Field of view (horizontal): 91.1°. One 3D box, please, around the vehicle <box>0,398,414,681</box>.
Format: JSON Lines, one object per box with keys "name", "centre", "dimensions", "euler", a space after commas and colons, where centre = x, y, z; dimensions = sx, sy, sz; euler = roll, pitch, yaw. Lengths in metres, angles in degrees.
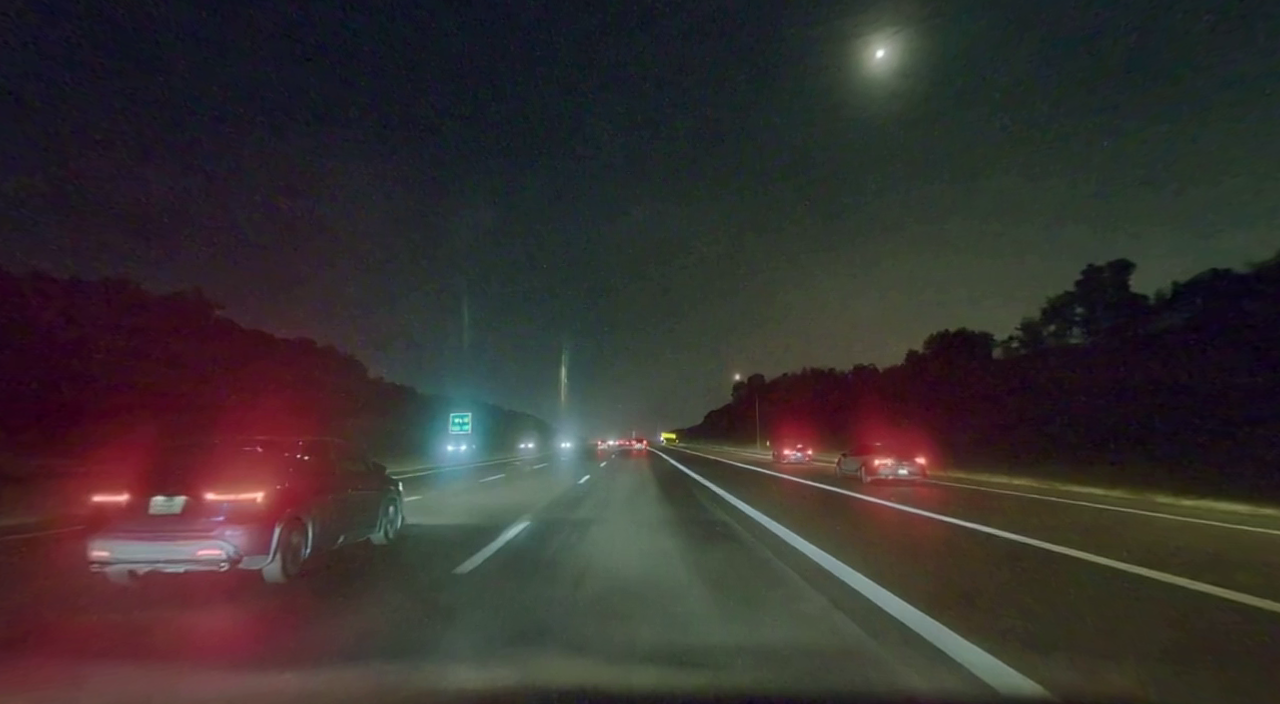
{"name": "vehicle", "centre": [-3.889, 1.353, 5.786], "dimensions": [2.039, 1.589, 4.324], "euler": [0, -8, 0]}
